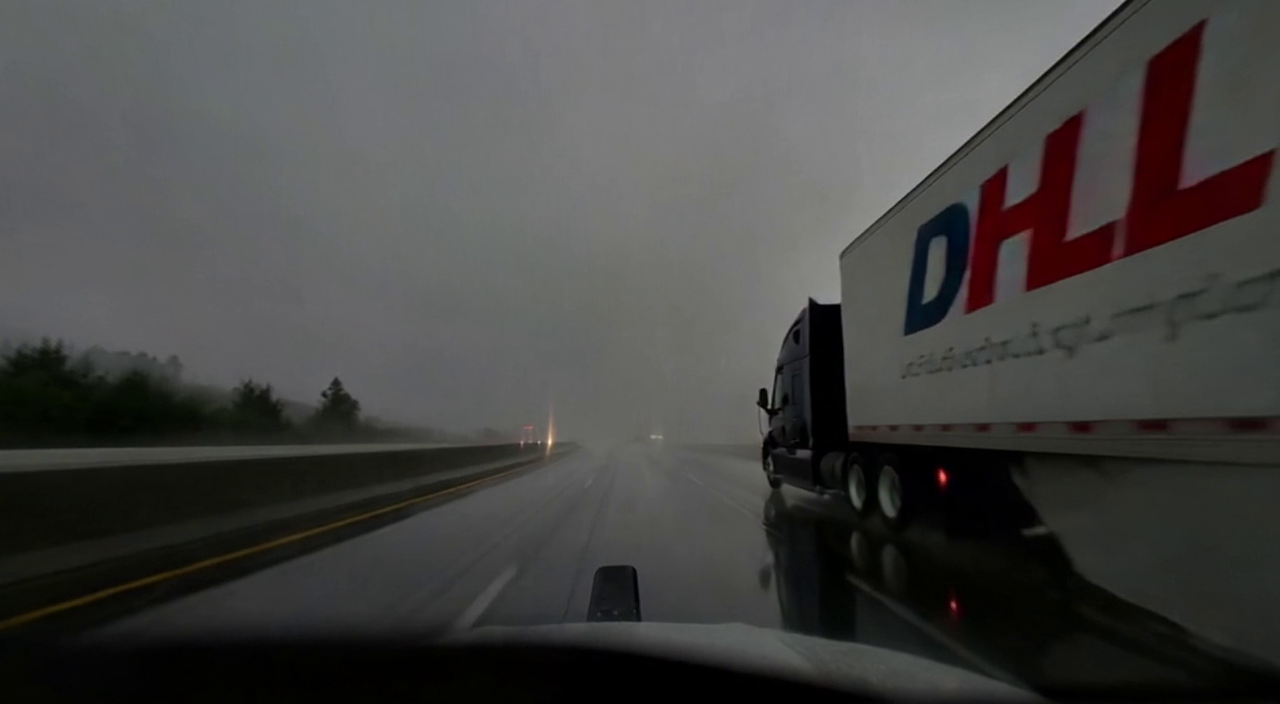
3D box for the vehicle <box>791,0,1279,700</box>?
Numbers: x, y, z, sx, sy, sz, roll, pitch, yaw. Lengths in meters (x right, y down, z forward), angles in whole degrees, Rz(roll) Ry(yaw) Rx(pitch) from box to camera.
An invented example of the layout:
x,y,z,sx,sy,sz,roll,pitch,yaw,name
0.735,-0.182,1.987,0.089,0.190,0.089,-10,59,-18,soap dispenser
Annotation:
x,y,z,sx,sy,sz,roll,pitch,yaw,name
4.701,0.360,7.671,3.041,4.012,10.162,0,-8,-1,vehicle
